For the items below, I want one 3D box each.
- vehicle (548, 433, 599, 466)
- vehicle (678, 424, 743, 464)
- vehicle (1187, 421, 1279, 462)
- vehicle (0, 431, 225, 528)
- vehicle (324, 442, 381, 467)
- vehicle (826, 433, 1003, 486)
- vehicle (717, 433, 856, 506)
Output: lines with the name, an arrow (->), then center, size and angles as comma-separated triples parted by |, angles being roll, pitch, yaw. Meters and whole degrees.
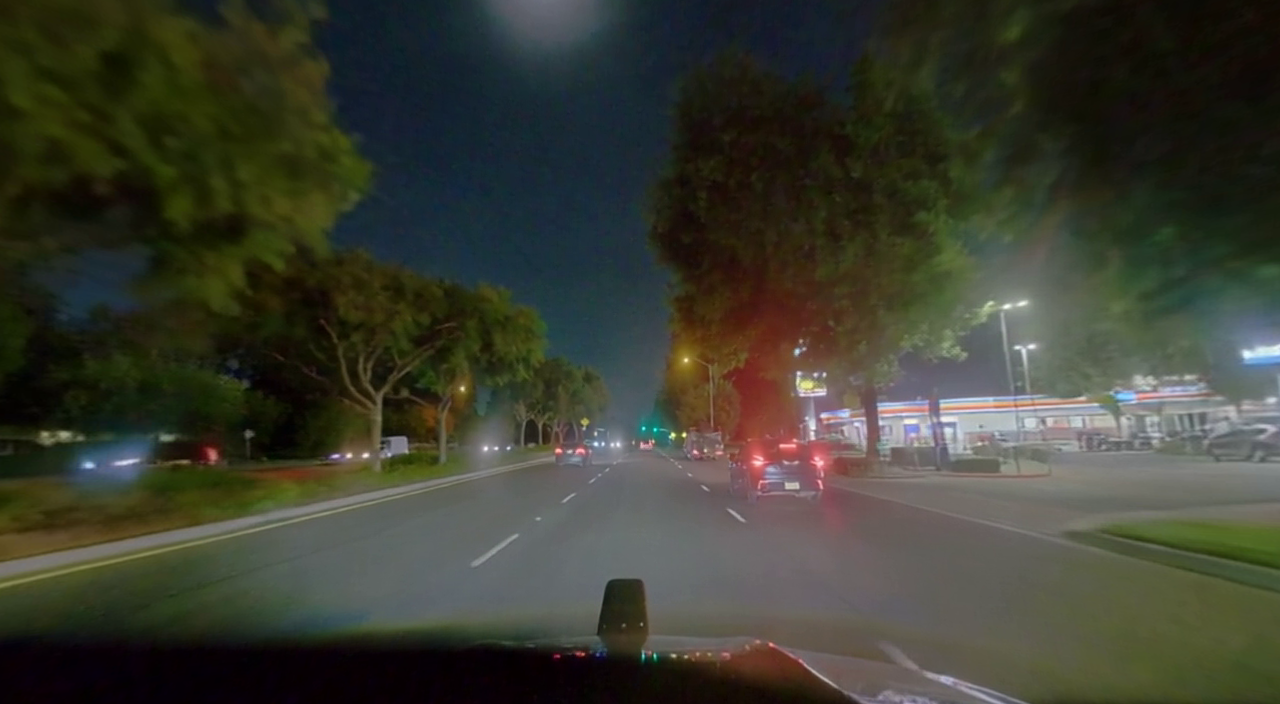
vehicle -> -3.568, 5.360, 34.761 | 2.250, 1.713, 4.422 | 0, -8, 1
vehicle -> 4.005, 5.456, 37.456 | 3.245, 2.199, 6.295 | 0, -8, 1
vehicle -> 24.046, 3.459, 24.337 | 1.921, 1.463, 4.380 | 1, -8, 0
vehicle -> -11.404, 2.510, 13.249 | 2.004, 1.509, 4.932 | -2, -6, 1
vehicle -> -21.093, 7.540, 46.520 | 1.957, 1.702, 4.544 | 0, -8, 2
vehicle -> 7.954, 3.158, 18.753 | 4.514, 1.425, 1.937 | -2, -8, 14
vehicle -> 3.263, 2.713, 15.147 | 2.095, 1.475, 4.686 | 0, -8, -1
